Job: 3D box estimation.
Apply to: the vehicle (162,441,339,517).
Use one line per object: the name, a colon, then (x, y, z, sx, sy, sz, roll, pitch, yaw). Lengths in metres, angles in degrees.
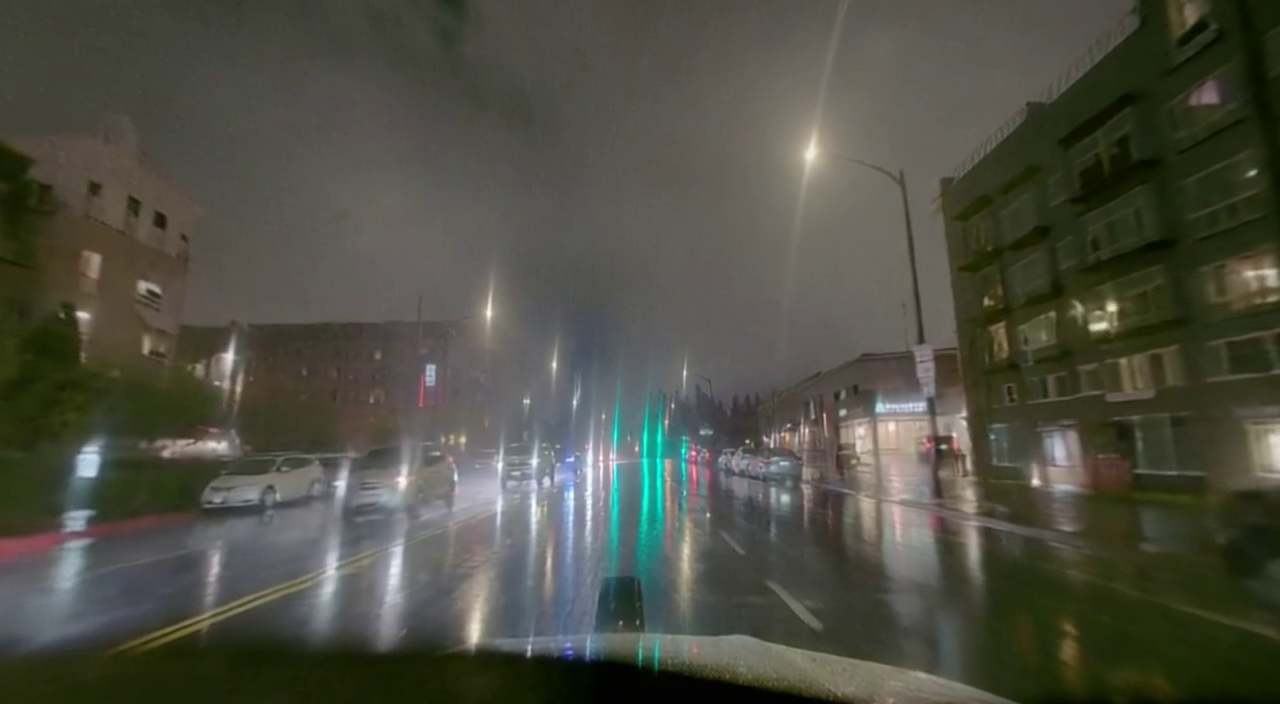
vehicle: (-10.351, 3.387, 17.329, 1.917, 1.735, 4.535, -2, -9, 1)

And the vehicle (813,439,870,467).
vehicle: (11.830, 5.956, 37.460, 1.866, 1.506, 4.934, -1, -8, 2)

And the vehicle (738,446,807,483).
vehicle: (6.073, 5.195, 29.492, 2.054, 1.525, 4.258, 0, -8, -4)

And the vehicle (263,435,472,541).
vehicle: (-4.871, 2.455, 12.122, 1.950, 1.636, 4.253, -1, -8, 3)

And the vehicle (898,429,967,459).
vehicle: (17.374, 5.509, 37.814, 1.908, 1.680, 4.434, 0, -8, -1)

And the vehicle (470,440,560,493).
vehicle: (-4.283, 3.996, 22.463, 2.145, 1.653, 4.421, -1, -8, 2)
